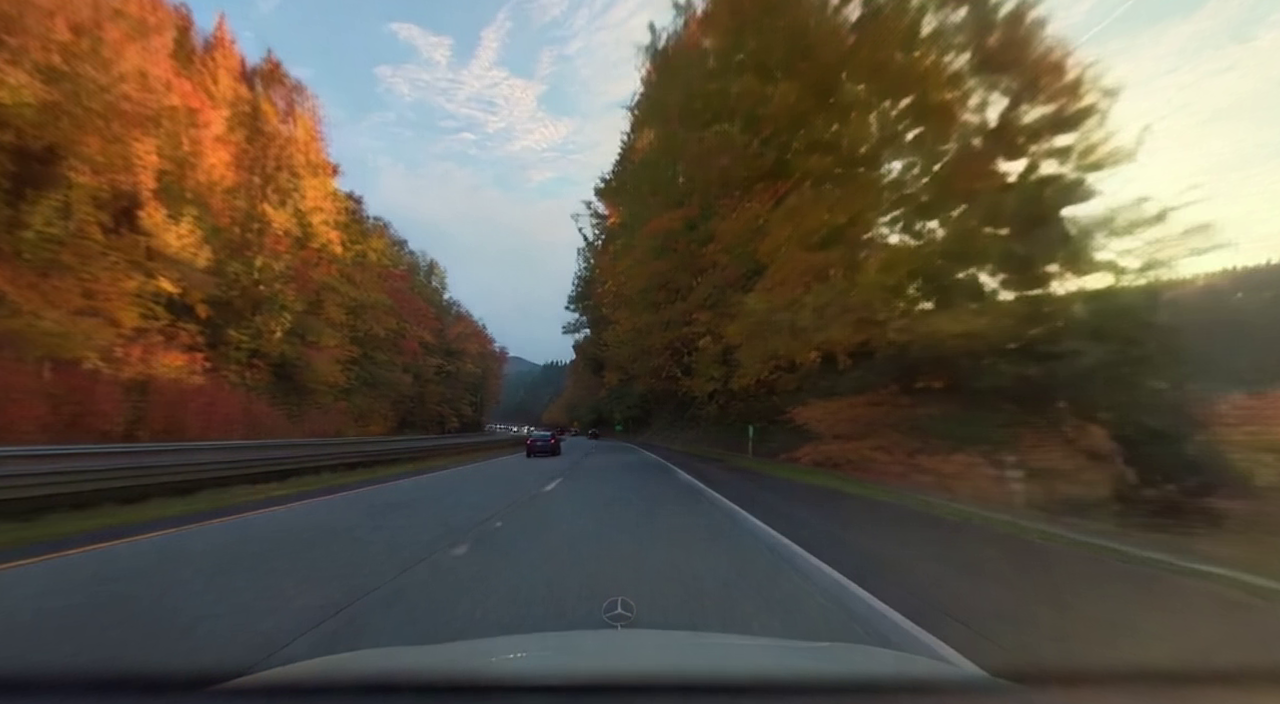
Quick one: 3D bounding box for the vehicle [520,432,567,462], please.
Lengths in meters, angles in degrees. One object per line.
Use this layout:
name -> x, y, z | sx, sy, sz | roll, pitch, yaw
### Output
vehicle -> -5.318, 5.282, 35.223 | 2.073, 1.559, 4.393 | 0, -8, -2
